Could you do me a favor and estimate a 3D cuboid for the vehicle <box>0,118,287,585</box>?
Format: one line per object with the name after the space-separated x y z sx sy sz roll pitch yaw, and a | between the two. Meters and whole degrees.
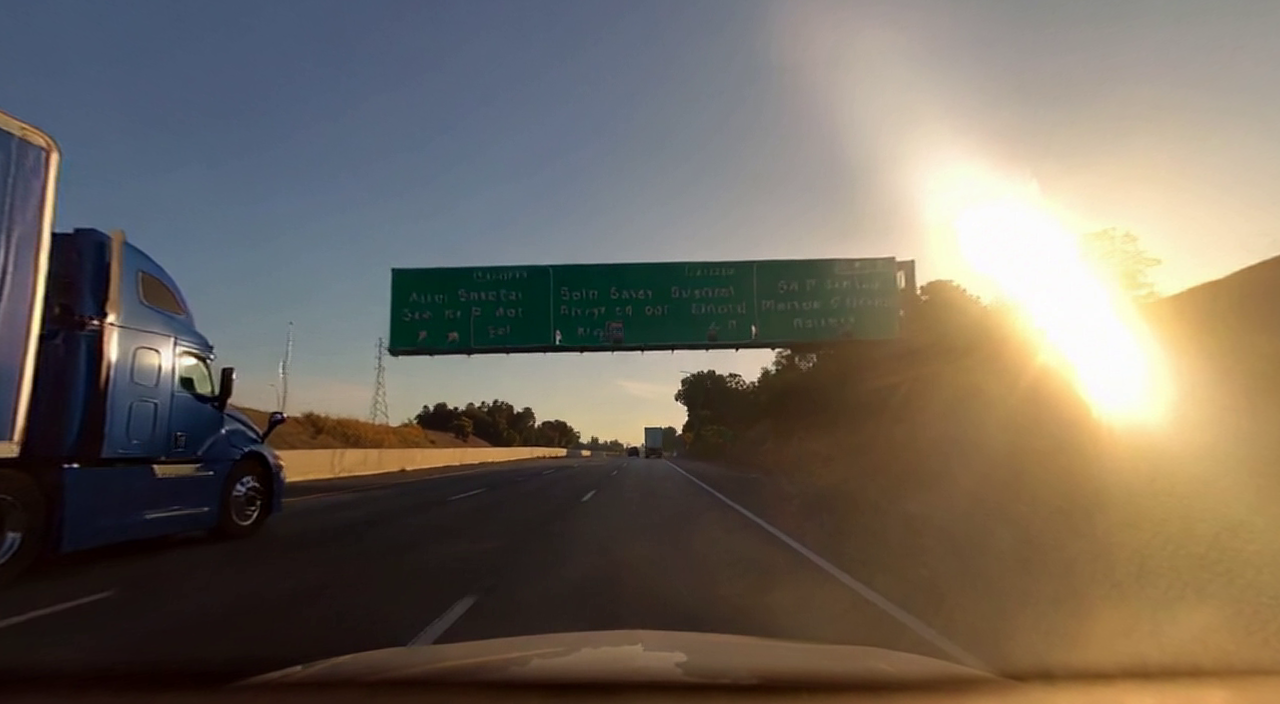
-6.989 -0.067 5.021 2.996 3.947 8.600 0 -9 2 | vehicle
